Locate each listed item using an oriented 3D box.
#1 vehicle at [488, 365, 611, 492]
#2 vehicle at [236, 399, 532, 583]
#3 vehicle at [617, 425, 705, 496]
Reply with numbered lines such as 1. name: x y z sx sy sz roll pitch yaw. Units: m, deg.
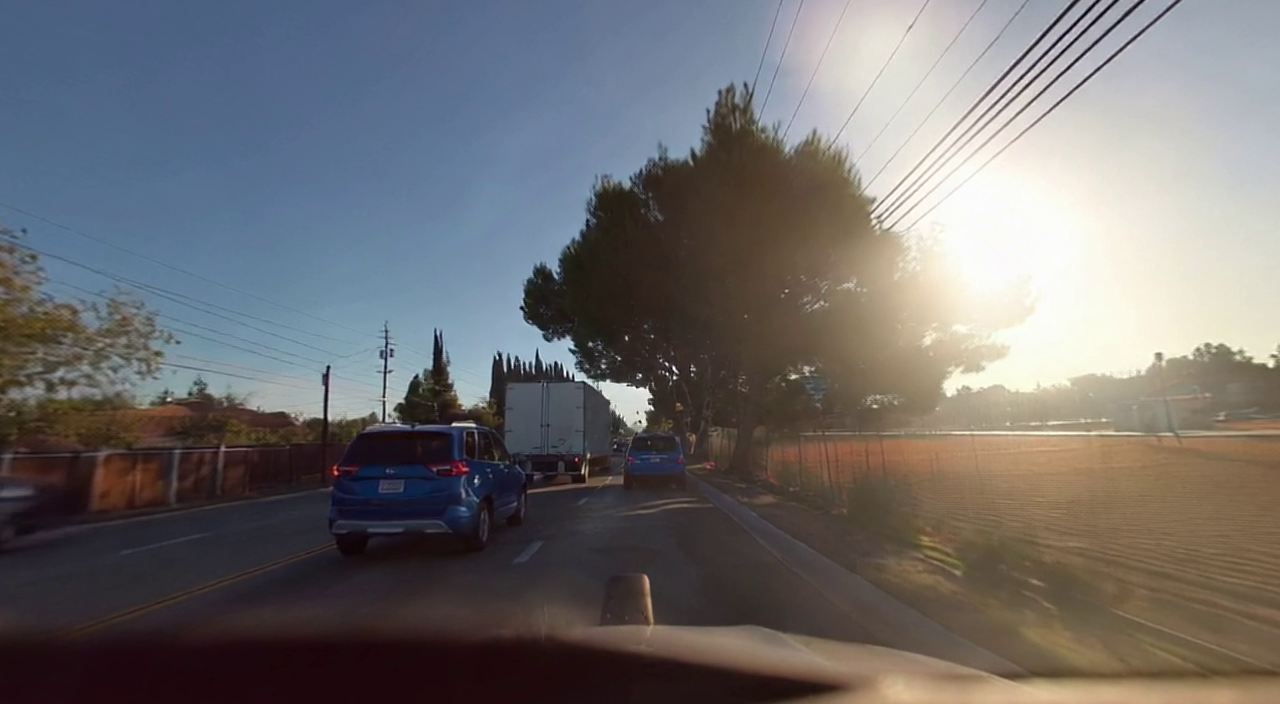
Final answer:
1. vehicle: -2.855 3.007 23.625 2.928 3.658 10.953 0 -9 0
2. vehicle: -2.976 1.746 8.686 2.093 1.832 4.508 0 -9 1
3. vehicle: 0.527 2.999 17.717 2.174 1.749 4.113 0 -9 0
